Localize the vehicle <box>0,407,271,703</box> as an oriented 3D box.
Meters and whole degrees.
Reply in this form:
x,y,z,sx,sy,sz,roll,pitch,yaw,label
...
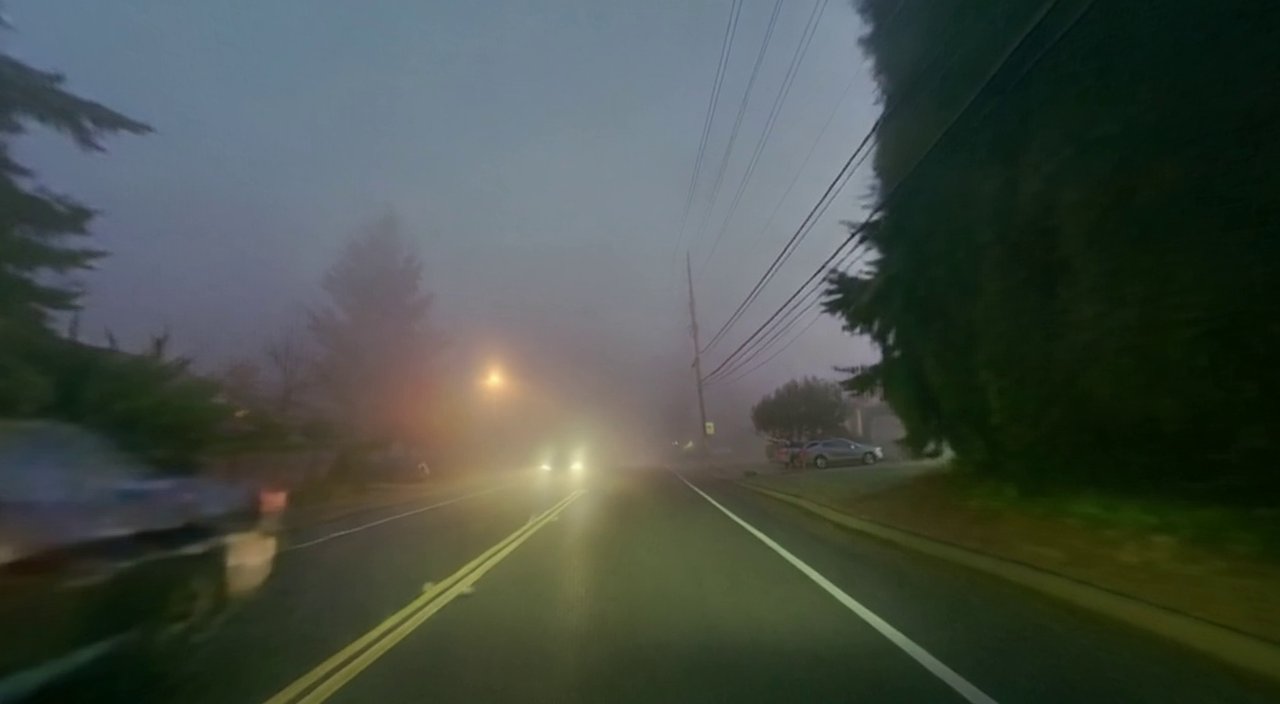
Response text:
x,y,z,sx,sy,sz,roll,pitch,yaw,label
-3.785,0.987,2.358,2.102,1.524,4.387,-2,-9,1,vehicle

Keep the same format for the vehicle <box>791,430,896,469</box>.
x,y,z,sx,sy,sz,roll,pitch,yaw,label
10.401,5.012,32.510,4.626,1.731,2.007,-3,-8,-1,vehicle

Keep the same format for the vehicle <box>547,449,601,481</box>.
x,y,z,sx,sy,sz,roll,pitch,yaw,label
-3.016,5.248,29.595,1.968,1.394,3.890,0,-9,2,vehicle

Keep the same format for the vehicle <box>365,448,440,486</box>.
x,y,z,sx,sy,sz,roll,pitch,yaw,label
-13.080,6.303,35.033,2.053,1.906,4.889,-1,-9,3,vehicle
